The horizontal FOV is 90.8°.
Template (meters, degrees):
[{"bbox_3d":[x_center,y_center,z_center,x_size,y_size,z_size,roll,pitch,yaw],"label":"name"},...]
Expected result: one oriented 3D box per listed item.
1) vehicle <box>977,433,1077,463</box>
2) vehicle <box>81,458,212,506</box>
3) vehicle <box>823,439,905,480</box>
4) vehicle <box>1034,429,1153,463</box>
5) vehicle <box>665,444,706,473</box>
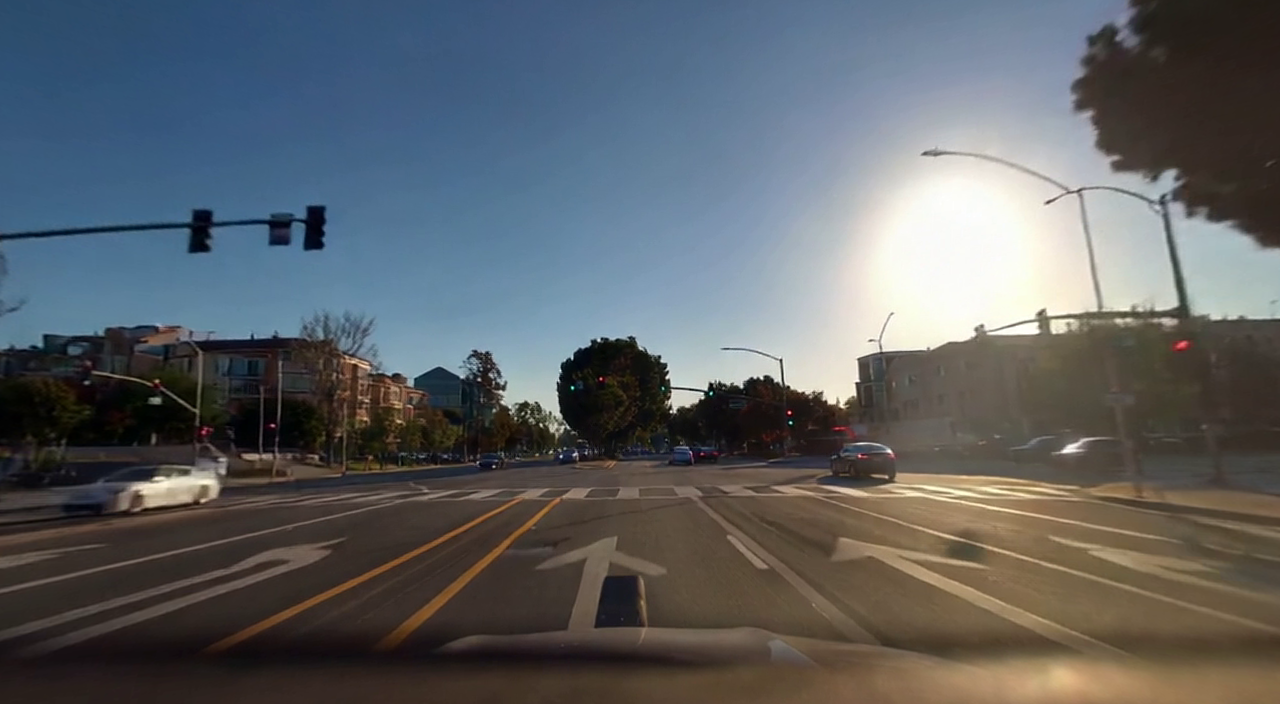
[{"bbox_3d":[22.700,5.668,37.155,4.475,1.682,2.044,0,-9,-1],"label":"vehicle"},{"bbox_3d":[-22.539,5.901,29.163,2.016,1.871,4.983,0,-9,-1],"label":"vehicle"},{"bbox_3d":[9.526,4.599,27.287,1.798,1.621,4.304,0,-9,-2],"label":"vehicle"},{"bbox_3d":[24.489,5.080,34.247,4.747,1.766,2.179,0,-9,0],"label":"vehicle"},{"bbox_3d":[2.578,6.117,36.571,1.917,1.538,4.259,0,-9,-2],"label":"vehicle"}]
